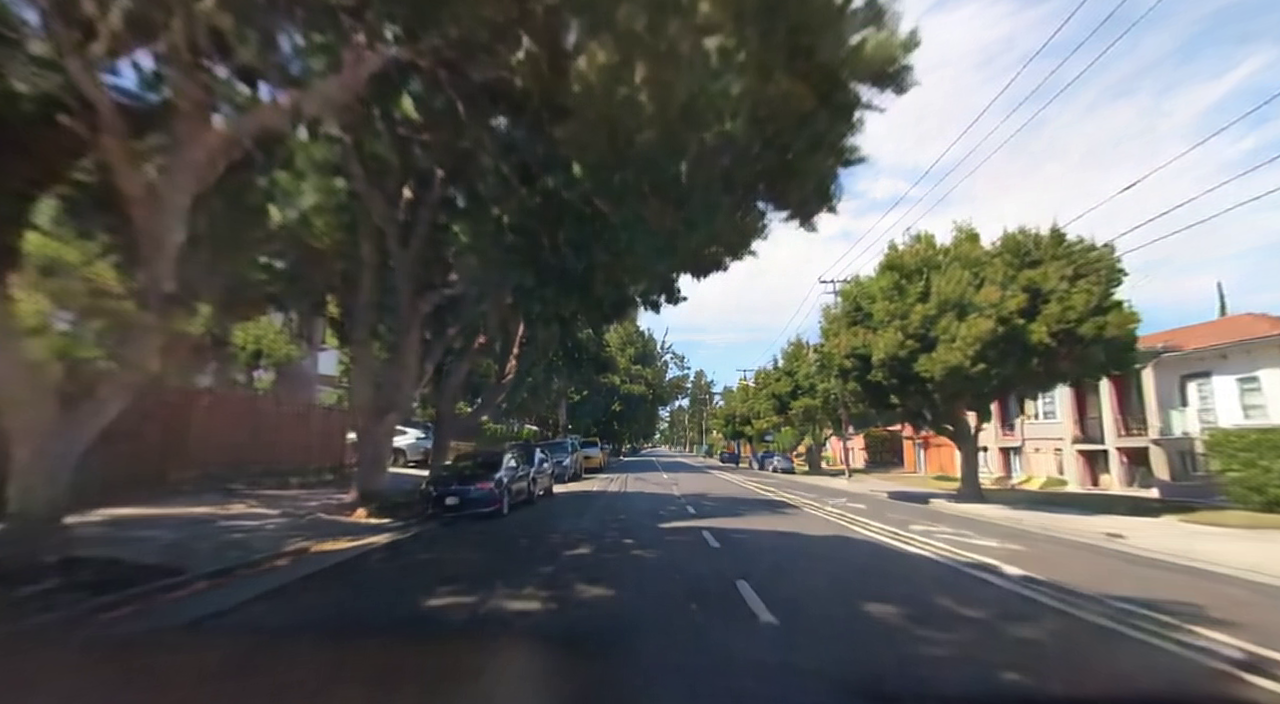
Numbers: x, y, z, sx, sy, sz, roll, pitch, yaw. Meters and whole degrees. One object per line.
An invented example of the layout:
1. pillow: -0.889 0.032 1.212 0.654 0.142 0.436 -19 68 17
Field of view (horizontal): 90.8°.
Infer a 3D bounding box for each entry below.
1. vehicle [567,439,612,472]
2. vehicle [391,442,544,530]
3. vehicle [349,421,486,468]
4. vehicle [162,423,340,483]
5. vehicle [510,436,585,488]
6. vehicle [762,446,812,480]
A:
1. vehicle: -3.099 6.527 40.088 2.290 1.924 5.536 -1 -9 1
2. vehicle: -3.473 2.787 13.818 1.917 1.516 4.898 -2 -9 1
3. vehicle: -11.629 4.914 33.451 6.180 2.011 2.493 3 -8 1
4. vehicle: -11.983 3.122 19.719 4.156 1.562 2.011 3 -8 0
5. vehicle: -3.414 4.200 24.420 2.127 1.737 4.961 -1 -9 0
6. vehicle: 9.838 7.461 42.722 2.156 1.882 4.790 7 -9 2
